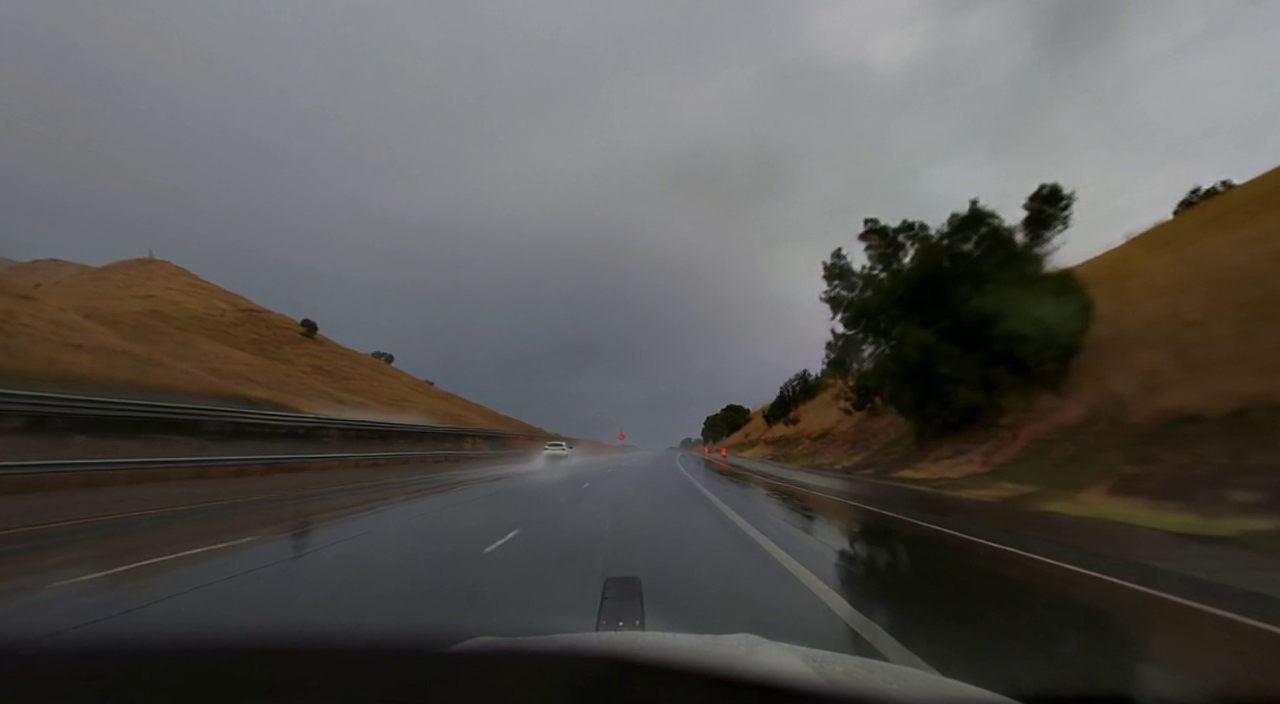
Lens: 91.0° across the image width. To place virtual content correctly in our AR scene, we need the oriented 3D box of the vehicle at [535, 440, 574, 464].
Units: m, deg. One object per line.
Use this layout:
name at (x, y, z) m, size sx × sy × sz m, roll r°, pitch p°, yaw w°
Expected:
vehicle at (-6.011, 7.032, 44.485) m, size 2.042 × 1.585 × 4.162 m, roll 0°, pitch -8°, yaw 2°
